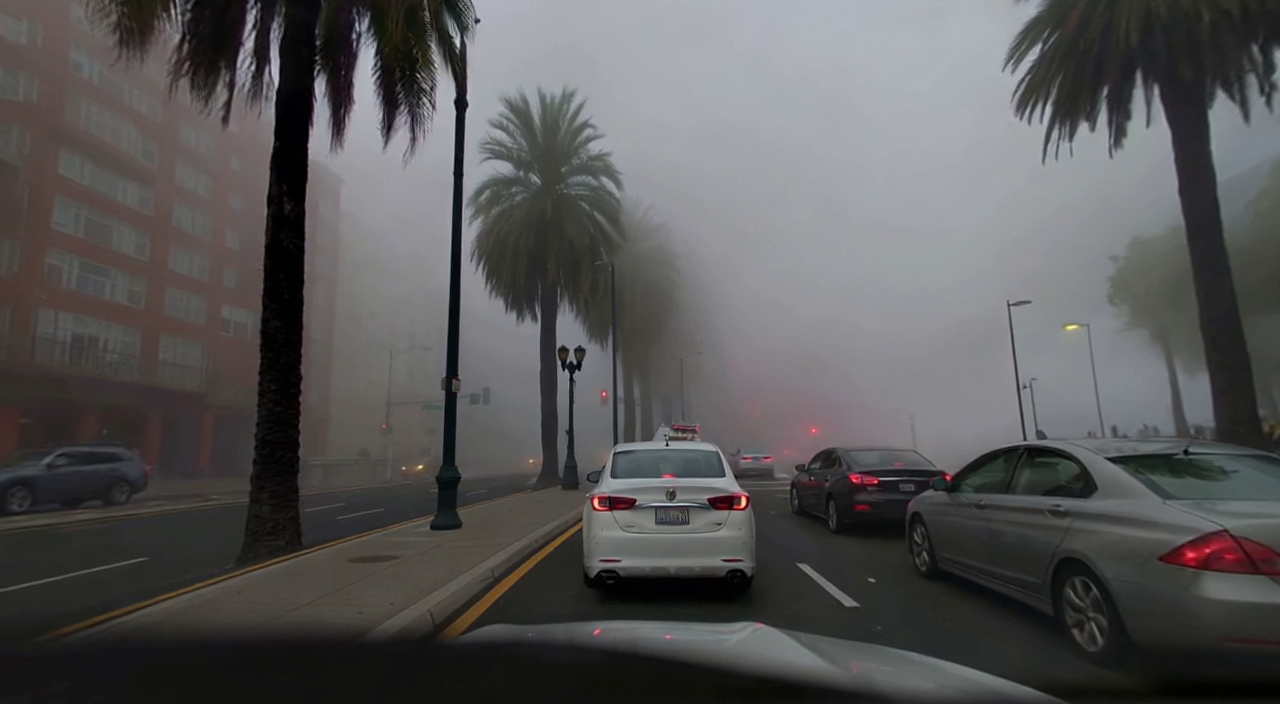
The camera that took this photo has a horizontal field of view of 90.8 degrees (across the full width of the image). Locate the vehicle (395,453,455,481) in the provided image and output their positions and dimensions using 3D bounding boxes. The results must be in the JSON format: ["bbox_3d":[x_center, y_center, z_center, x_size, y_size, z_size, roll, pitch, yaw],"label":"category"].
[{"bbox_3d":[-13.468,7.195,39.779,1.801,1.563,4.015,-2,-9,9],"label":"vehicle"}]

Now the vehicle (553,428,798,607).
[{"bbox_3d":[0.336,1.697,7.300,2.078,1.503,3.681,0,-9,1],"label":"vehicle"}]

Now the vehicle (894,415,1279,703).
[{"bbox_3d":[3.640,1.298,4.578,1.913,1.469,4.425,-1,-9,3],"label":"vehicle"}]

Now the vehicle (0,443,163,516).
[{"bbox_3d":[-17.430,3.642,18.585,2.247,1.868,5.132,-2,-9,9],"label":"vehicle"}]
